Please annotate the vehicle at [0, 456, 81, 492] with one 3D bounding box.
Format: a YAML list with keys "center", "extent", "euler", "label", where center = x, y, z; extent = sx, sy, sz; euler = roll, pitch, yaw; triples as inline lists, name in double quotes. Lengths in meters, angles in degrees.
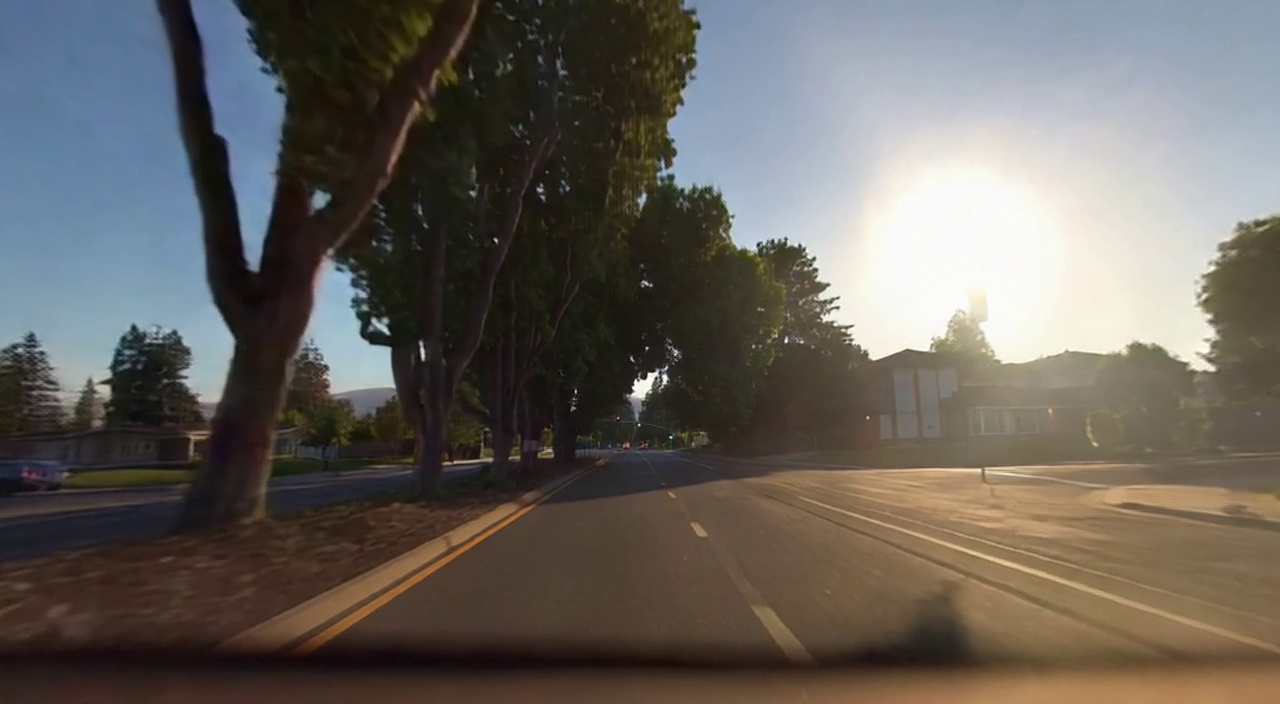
- center: [-33.587, 6.545, 34.052]
  extent: [4.805, 1.854, 2.103]
  euler: [0, -9, -1]
  label: "vehicle"
